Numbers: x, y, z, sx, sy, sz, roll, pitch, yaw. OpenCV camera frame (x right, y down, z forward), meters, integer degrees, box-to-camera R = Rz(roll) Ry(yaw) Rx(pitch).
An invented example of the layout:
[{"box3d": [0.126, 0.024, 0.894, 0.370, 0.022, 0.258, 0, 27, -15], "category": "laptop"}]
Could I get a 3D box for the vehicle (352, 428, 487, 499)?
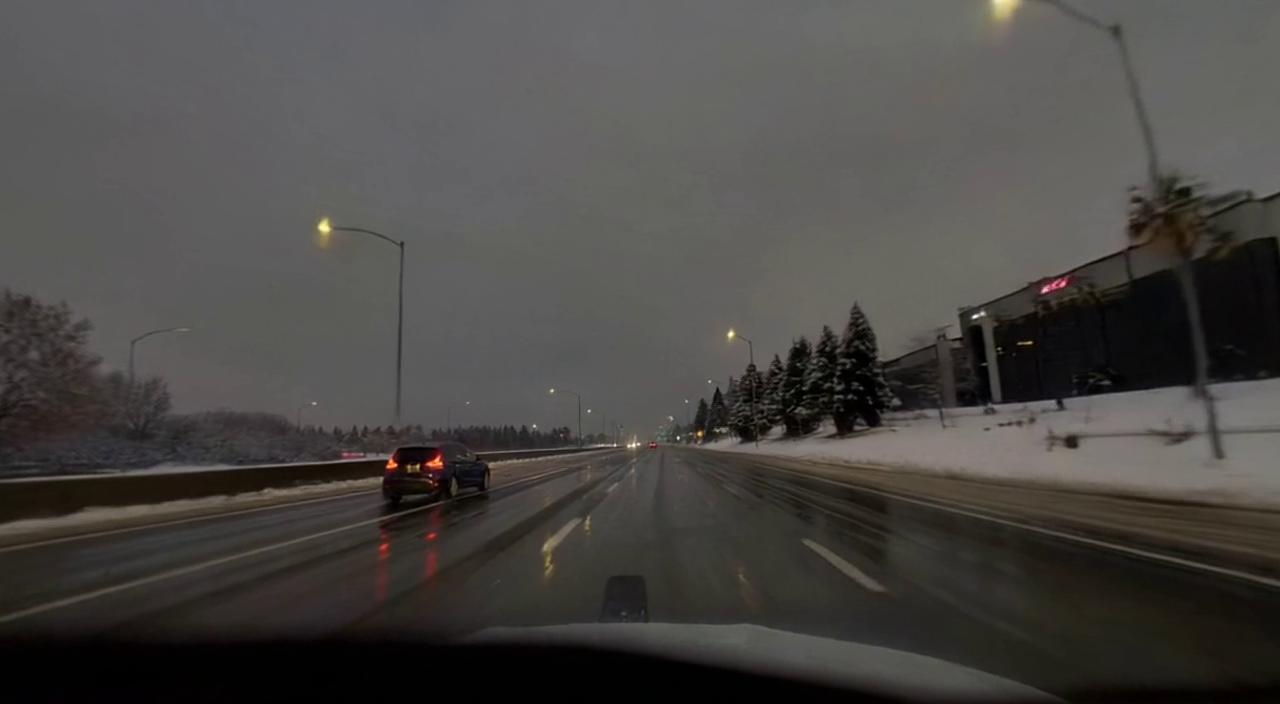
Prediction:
[{"box3d": [-6.282, 3.229, 18.705, 2.145, 1.793, 4.762, -1, -8, 2], "category": "vehicle"}]
